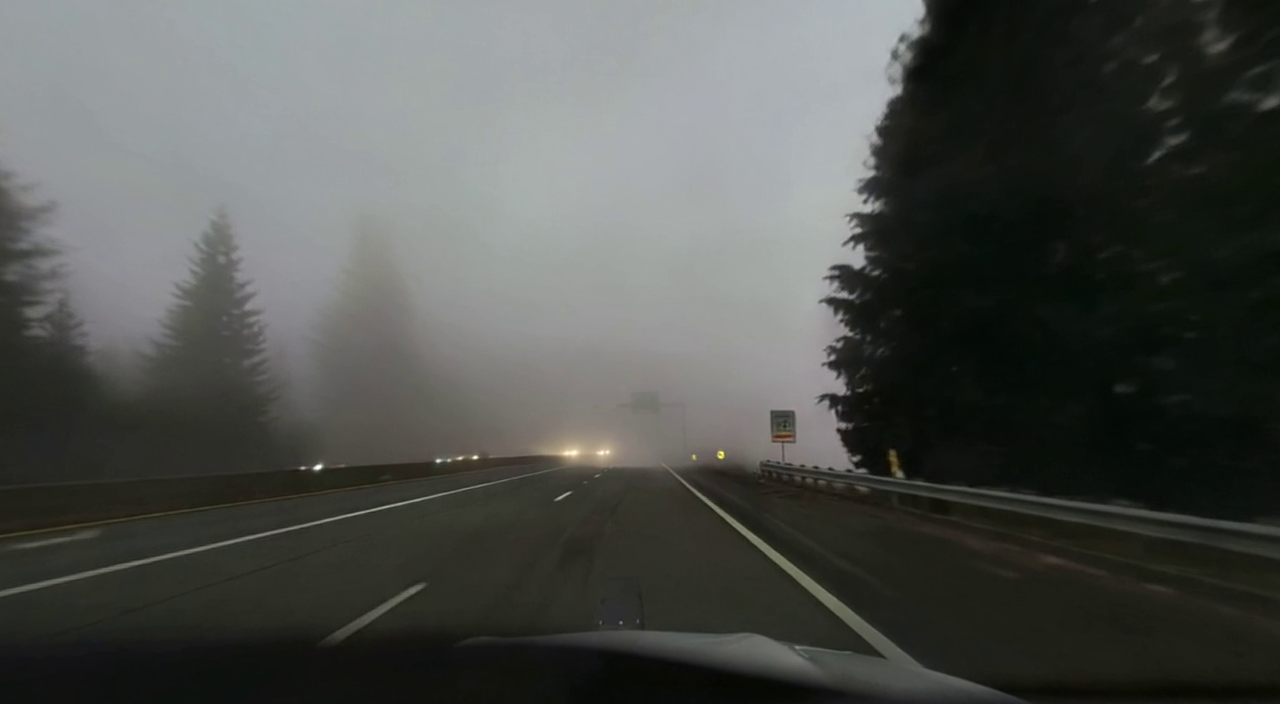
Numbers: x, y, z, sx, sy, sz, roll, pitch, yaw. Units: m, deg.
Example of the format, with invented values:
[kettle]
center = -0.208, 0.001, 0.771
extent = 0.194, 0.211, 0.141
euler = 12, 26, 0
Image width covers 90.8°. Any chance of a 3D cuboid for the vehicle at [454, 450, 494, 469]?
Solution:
[vehicle]
center = -13.051, 8.464, 49.846
extent = 1.866, 1.474, 4.402
euler = -1, -9, 2
